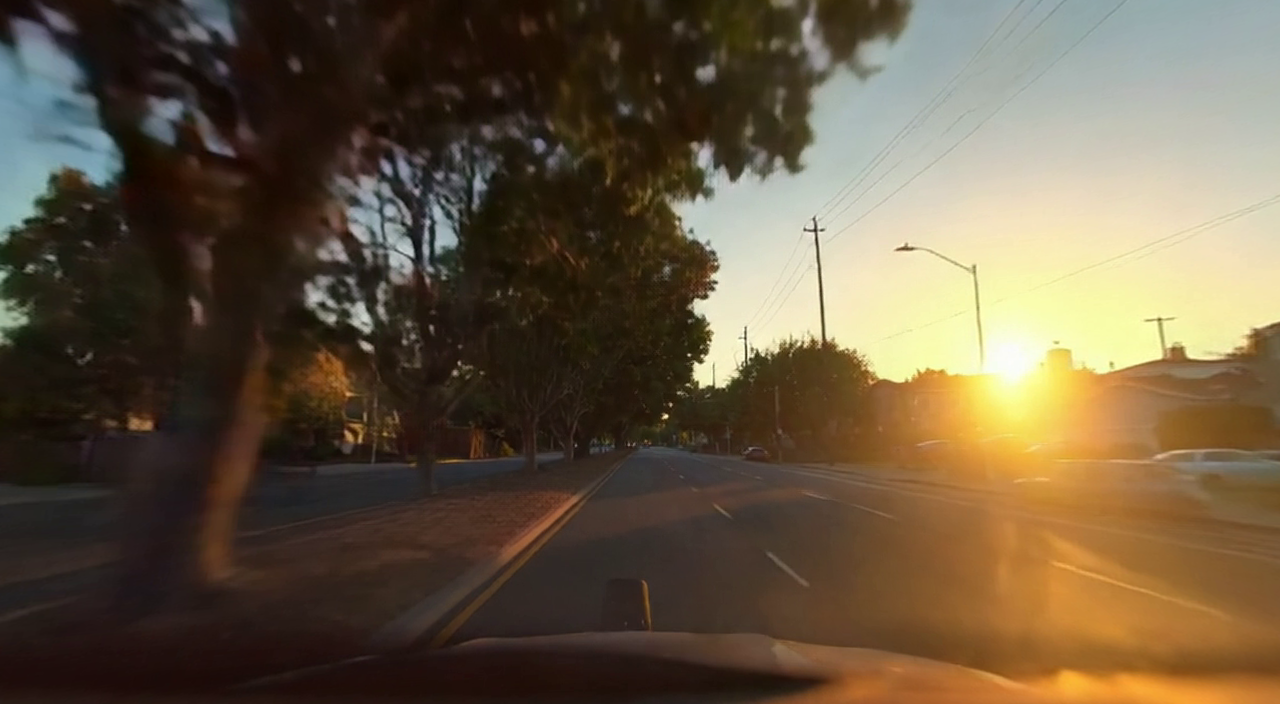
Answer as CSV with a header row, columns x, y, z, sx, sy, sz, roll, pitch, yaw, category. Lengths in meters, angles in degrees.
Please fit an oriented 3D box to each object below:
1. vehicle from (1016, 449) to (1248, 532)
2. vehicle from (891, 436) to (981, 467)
x,y,z,sx,sy,sz,roll,pitch,yaw,category
11.478,3.203,15.296,1.929,1.489,4.777,4,-8,2,vehicle
19.151,6.448,40.899,4.655,1.921,2.231,0,-8,-1,vehicle
